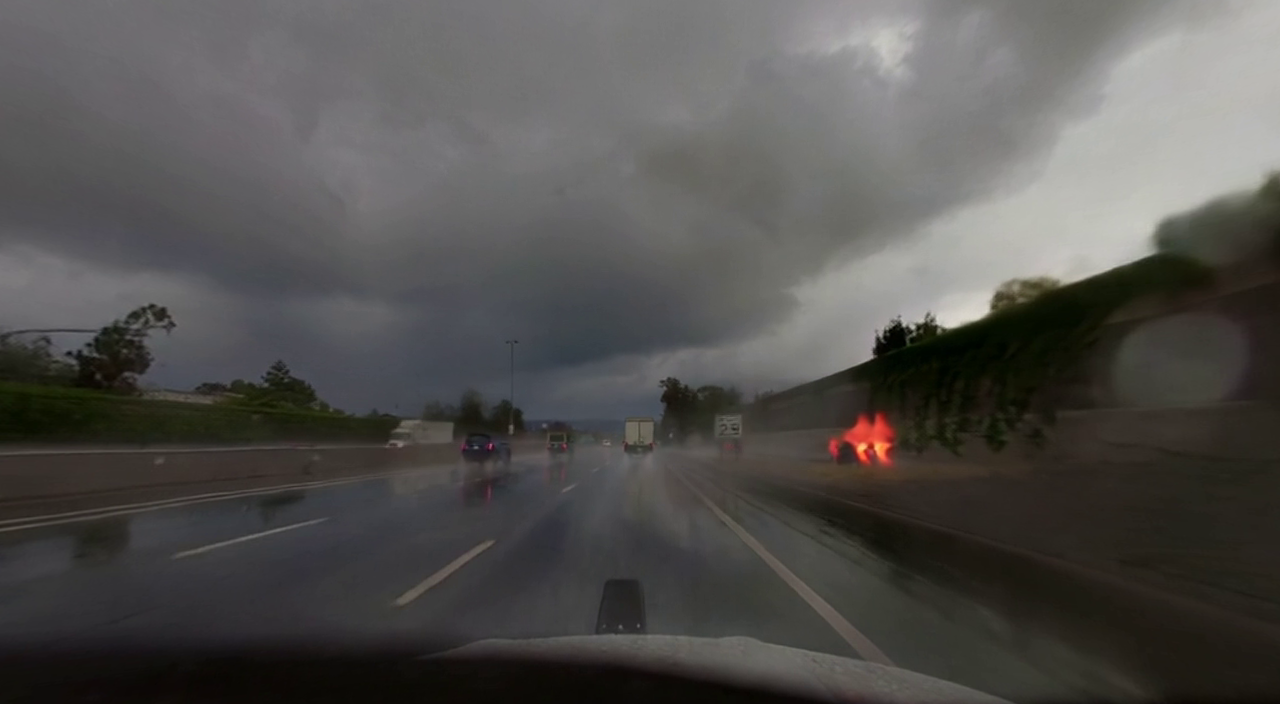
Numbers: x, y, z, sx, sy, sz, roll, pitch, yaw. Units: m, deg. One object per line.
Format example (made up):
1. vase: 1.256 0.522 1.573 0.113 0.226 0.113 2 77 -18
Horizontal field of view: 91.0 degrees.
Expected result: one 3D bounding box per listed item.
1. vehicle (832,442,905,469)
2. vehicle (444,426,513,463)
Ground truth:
1. vehicle: 13.684 6.223 38.038 2.075 1.510 4.569 1 -9 -9
2. vehicle: -10.246 5.988 40.605 2.571 2.169 6.443 0 -9 1
